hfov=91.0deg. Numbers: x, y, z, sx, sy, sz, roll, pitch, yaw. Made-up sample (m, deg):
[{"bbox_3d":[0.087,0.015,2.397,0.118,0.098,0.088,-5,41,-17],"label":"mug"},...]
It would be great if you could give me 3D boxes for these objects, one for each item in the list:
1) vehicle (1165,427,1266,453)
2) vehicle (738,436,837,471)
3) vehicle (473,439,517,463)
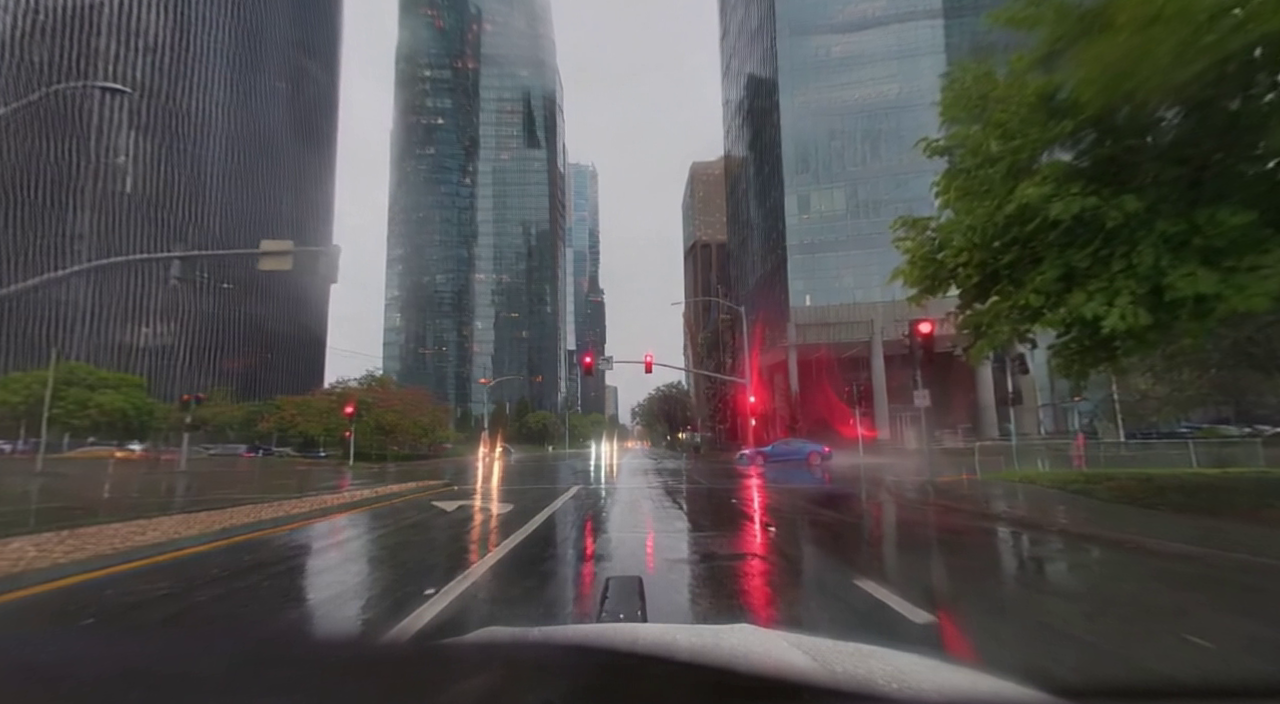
[{"bbox_3d":[40.629,6.262,44.549,4.625,1.741,2.395,0,-9,3],"label":"vehicle"},{"bbox_3d":[7.092,4.919,30.551,4.218,1.572,2.065,1,-9,-5],"label":"vehicle"},{"bbox_3d":[-11.387,7.822,49.794,2.069,1.771,4.947,0,-9,3],"label":"vehicle"}]
